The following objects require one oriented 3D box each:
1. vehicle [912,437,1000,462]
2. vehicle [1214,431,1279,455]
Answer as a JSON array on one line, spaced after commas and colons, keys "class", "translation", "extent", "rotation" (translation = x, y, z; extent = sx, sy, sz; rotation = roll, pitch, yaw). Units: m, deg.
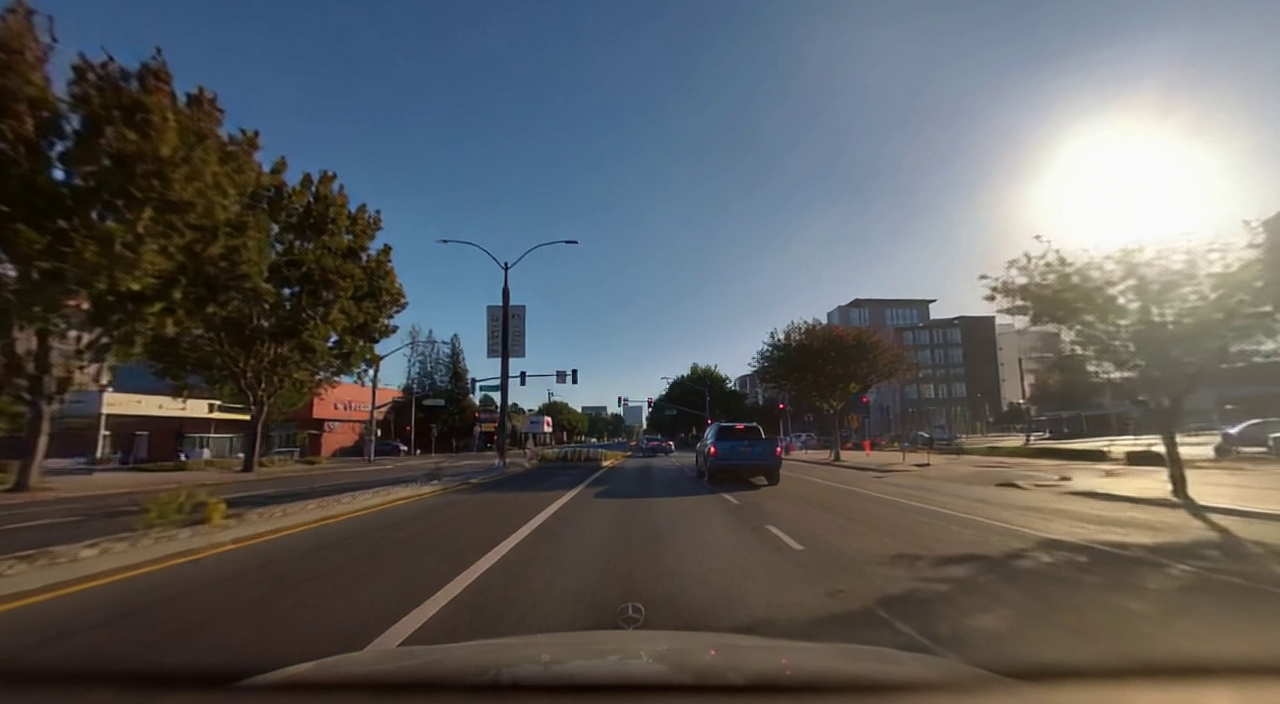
[{"class": "vehicle", "translation": [19.928, 6.168, 39.868], "extent": [4.479, 1.488, 2.038], "rotation": [0, -8, -1]}, {"class": "vehicle", "translation": [39.960, 5.842, 40.352], "extent": [1.770, 1.442, 4.897], "rotation": [0, -8, 0]}]
